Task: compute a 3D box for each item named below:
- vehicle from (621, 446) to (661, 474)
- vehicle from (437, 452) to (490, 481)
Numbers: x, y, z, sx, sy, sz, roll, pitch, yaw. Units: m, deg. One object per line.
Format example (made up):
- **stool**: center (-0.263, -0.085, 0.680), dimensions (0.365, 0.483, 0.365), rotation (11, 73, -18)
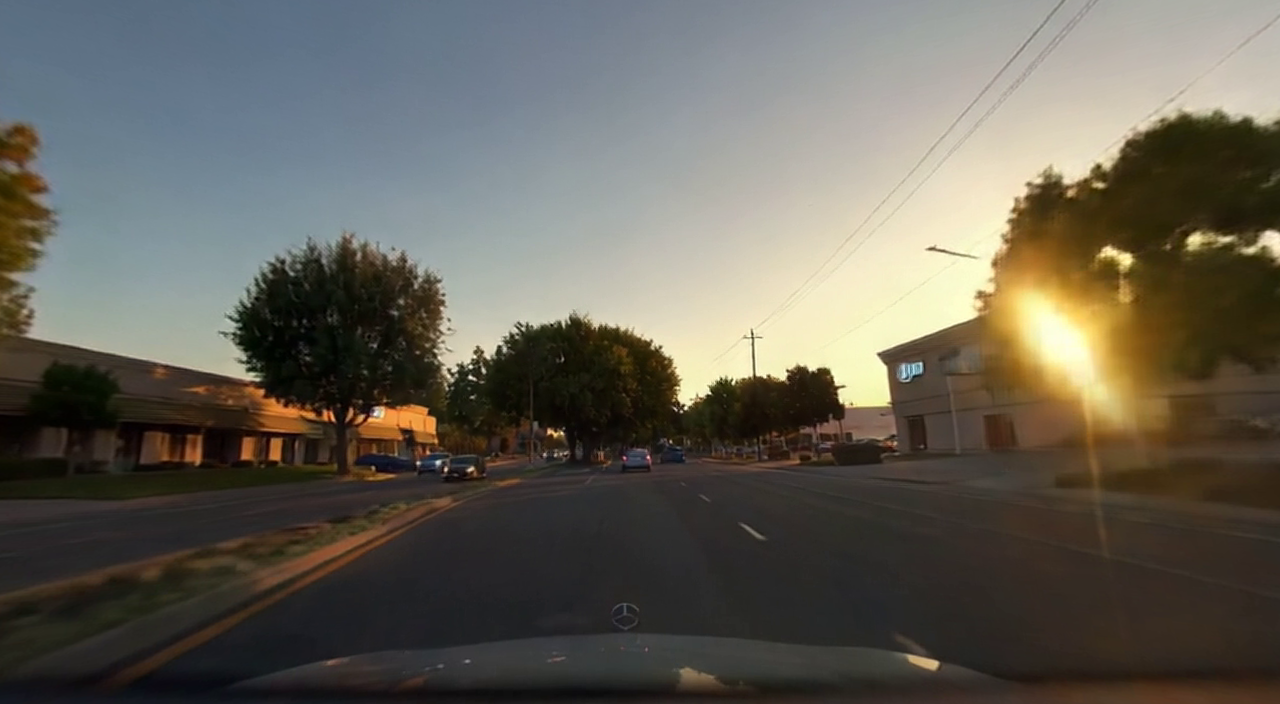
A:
- **vehicle**: center (-0.018, 5.785, 33.956), dimensions (1.998, 1.452, 3.773), rotation (0, -8, -2)
- **vehicle**: center (-9.641, 6.273, 34.697), dimensions (1.795, 1.426, 4.216), rotation (0, -9, -1)
